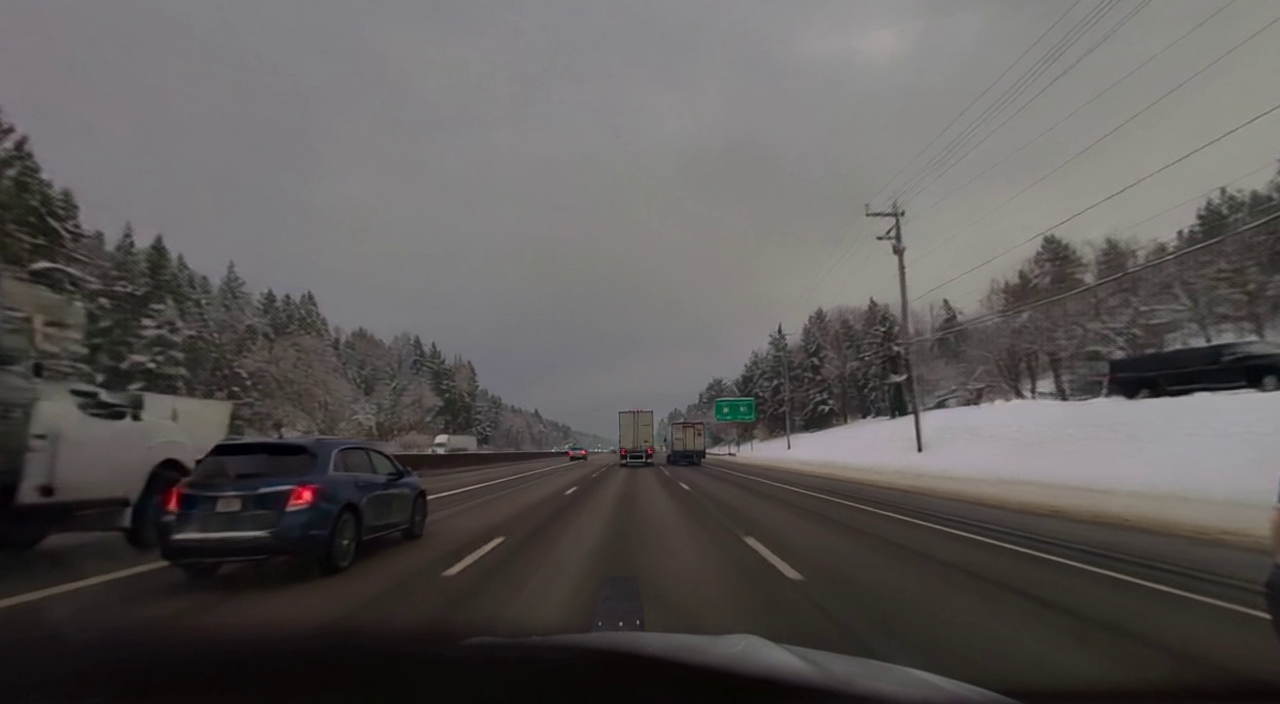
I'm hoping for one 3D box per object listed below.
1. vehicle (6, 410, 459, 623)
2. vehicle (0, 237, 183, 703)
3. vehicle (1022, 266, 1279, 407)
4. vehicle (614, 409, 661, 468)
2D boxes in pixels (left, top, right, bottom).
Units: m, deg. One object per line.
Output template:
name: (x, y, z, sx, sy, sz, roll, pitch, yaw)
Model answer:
vehicle: (-3.849, 1.637, 7.271, 2.175, 1.646, 4.525, 0, -9, 0)
vehicle: (-3.880, 0.502, 2.082, 2.033, 2.234, 3.490, 0, -9, -1)
vehicle: (25.264, -0.062, 30.775, 2.982, 3.944, 15.603, -4, -10, -2)
vehicle: (-0.190, 6.827, 49.226, 3.201, 4.019, 10.918, 0, -9, 0)
